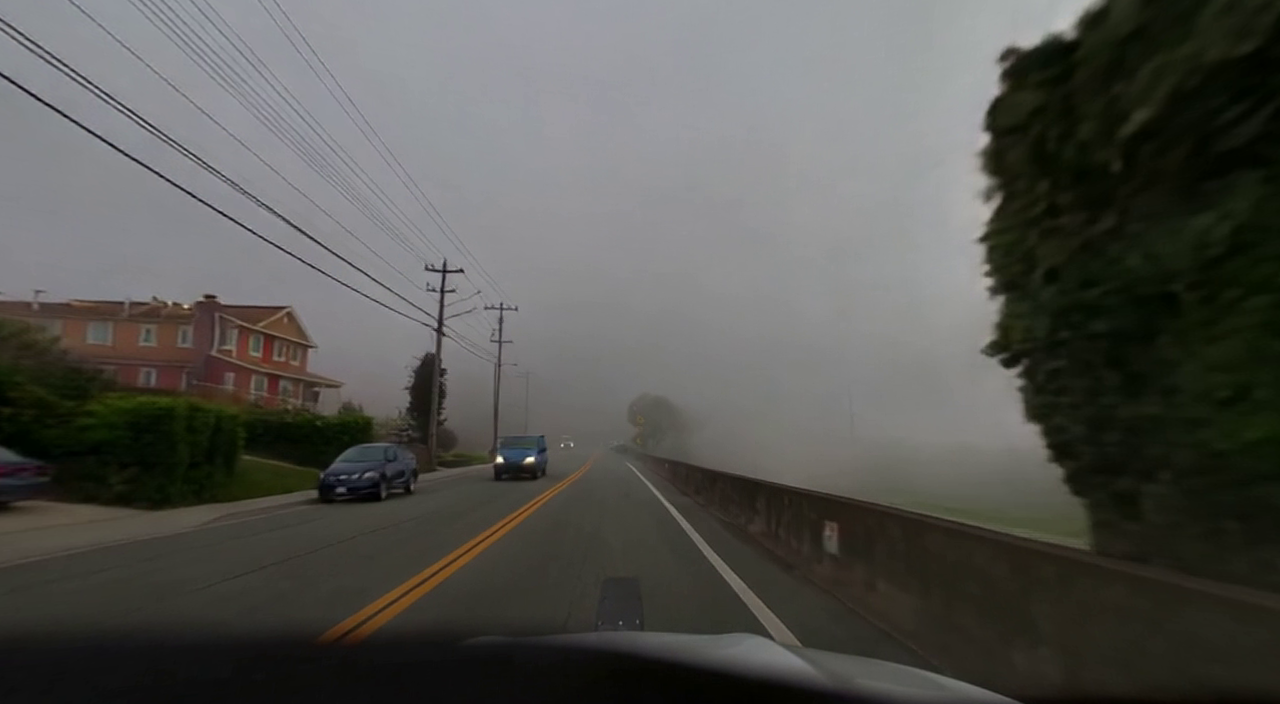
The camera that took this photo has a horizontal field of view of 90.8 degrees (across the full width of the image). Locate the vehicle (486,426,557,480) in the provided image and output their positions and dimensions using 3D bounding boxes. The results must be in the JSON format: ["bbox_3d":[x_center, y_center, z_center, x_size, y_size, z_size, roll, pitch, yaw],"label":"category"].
[{"bbox_3d":[-4.553,3.982,25.095,2.057,1.905,4.670,0,-8,-2],"label":"vehicle"}]

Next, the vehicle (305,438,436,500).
[{"bbox_3d":[-7.570,3.312,18.377,1.863,1.522,4.901,0,-8,-3],"label":"vehicle"}]
